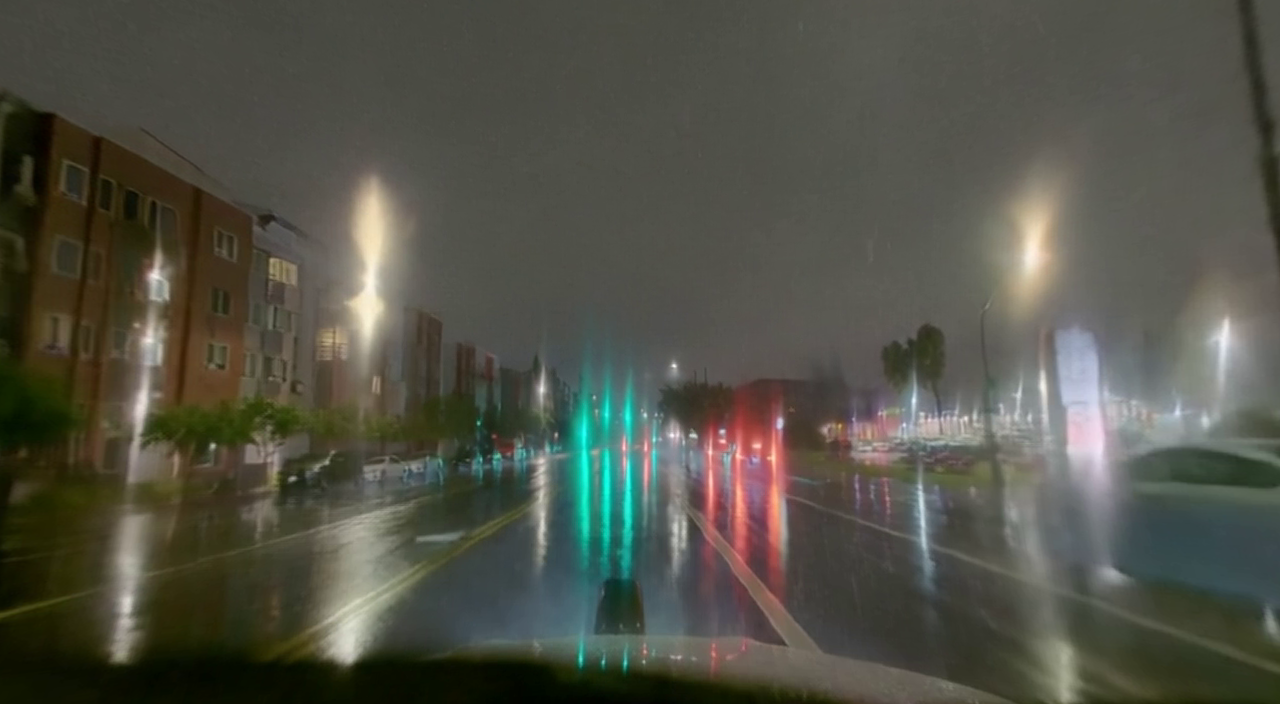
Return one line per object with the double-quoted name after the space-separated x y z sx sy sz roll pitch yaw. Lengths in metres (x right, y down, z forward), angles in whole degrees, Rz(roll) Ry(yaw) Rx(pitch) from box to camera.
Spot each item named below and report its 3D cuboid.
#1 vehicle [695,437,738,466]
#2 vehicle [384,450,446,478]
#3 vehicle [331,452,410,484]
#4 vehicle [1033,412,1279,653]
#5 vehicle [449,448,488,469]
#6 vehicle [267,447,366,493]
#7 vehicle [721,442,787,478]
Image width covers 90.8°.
5.000 6.587 41.898 2.102 1.781 5.470 0 -8 0 "vehicle"
-13.180 6.564 37.274 1.889 1.461 4.608 0 -8 1 "vehicle"
-13.182 5.680 31.234 1.779 1.433 4.633 0 -8 2 "vehicle"
5.153 1.190 4.239 2.069 1.538 4.528 0 -8 -1 "vehicle"
-13.018 8.118 48.224 1.926 1.499 3.869 0 -8 0 "vehicle"
-13.078 4.760 25.876 1.908 1.694 4.306 1 -8 -3 "vehicle"
4.954 4.736 28.086 2.085 1.466 4.276 0 -8 -1 "vehicle"
